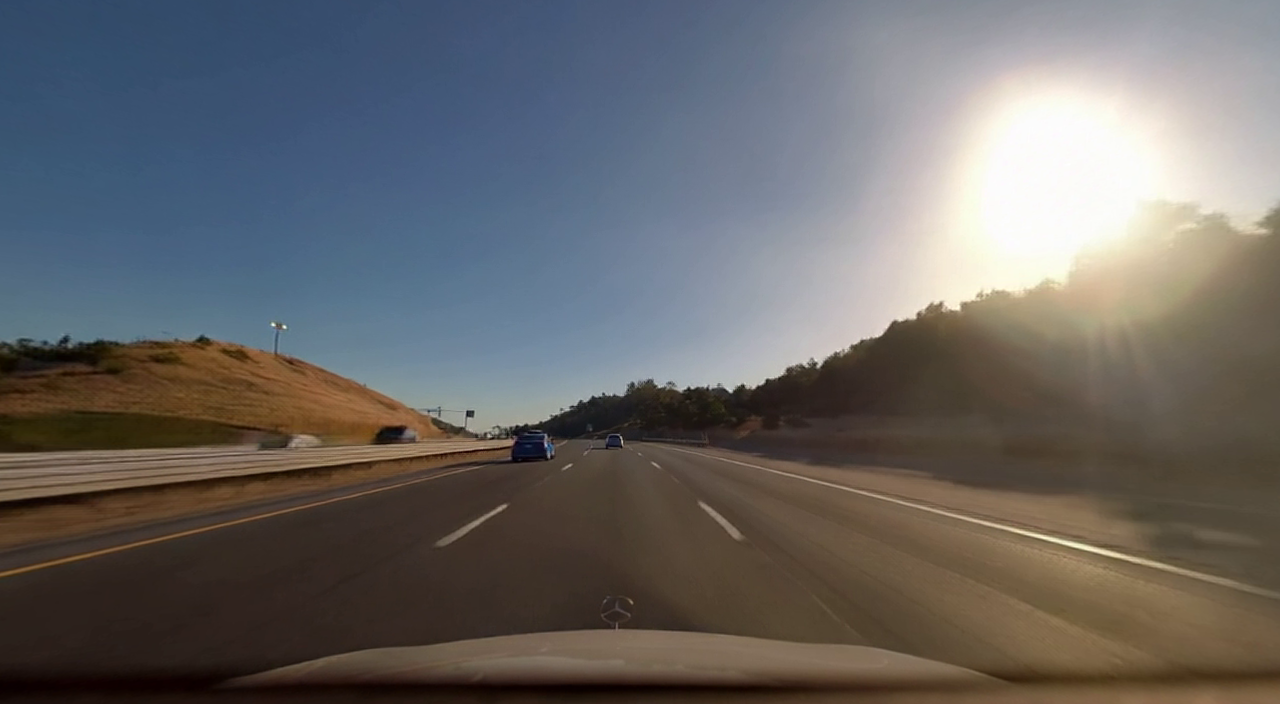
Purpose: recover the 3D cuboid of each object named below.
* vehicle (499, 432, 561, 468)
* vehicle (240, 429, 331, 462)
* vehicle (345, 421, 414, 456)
[{"bbox_3d":[-5.084,4.619,29.919,2.141,1.534,5.099,0,-8,-2],"label":"vehicle"},{"bbox_3d":[-17.464,4.640,31.338,1.918,1.485,4.666,0,-8,-2],"label":"vehicle"},{"bbox_3d":[-13.696,4.600,33.393,1.948,1.709,4.137,0,-8,-2],"label":"vehicle"}]
